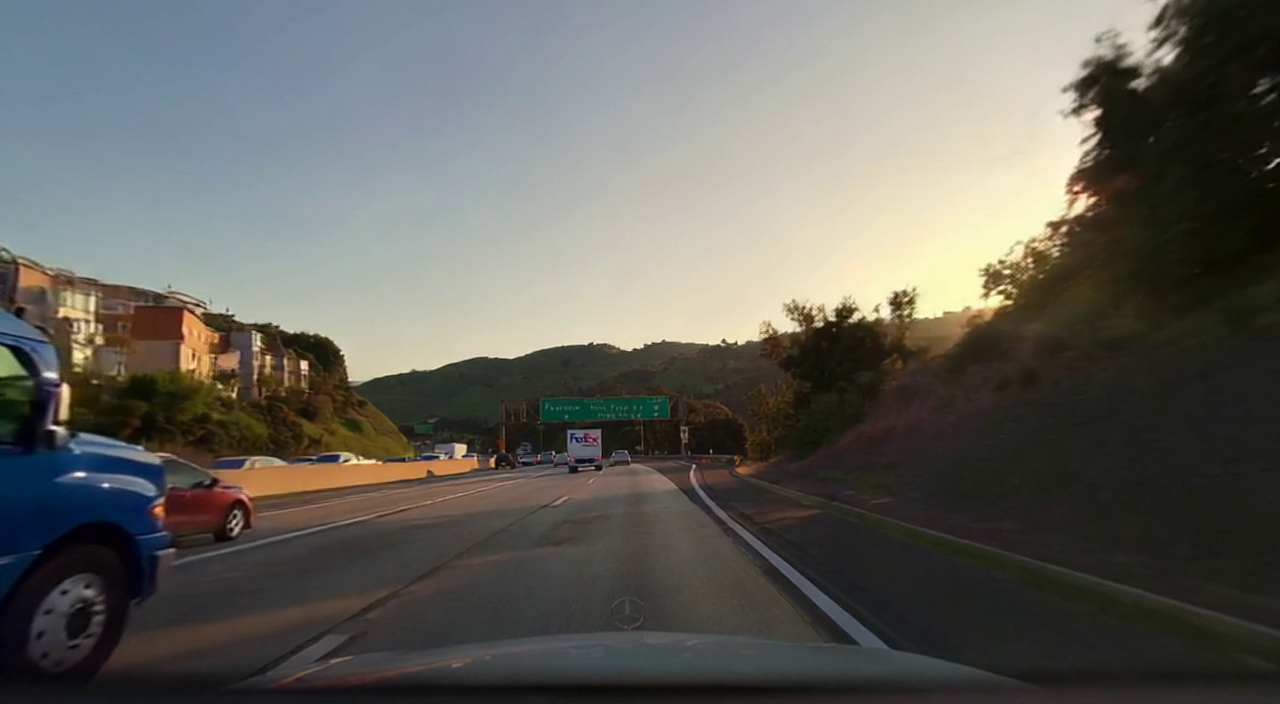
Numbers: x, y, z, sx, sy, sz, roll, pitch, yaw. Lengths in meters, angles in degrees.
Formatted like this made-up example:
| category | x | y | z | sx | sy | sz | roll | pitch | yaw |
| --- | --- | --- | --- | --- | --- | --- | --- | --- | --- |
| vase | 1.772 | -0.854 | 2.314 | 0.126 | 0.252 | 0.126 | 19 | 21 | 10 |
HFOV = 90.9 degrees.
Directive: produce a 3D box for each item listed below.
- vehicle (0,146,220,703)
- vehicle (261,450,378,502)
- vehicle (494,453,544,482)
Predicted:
| category | x | y | z | sx | sy | sz | roll | pitch | yaw |
| --- | --- | --- | --- | --- | --- | --- | --- | --- | --- |
| vehicle | -4.251 | 0.202 | 1.524 | 2.318 | 2.834 | 5.910 | 0 | -9 | 0 |
| vehicle | -11.664 | 4.495 | 23.379 | 1.931 | 1.692 | 4.443 | 0 | -9 | 1 |
| vehicle | -7.829 | 7.475 | 41.242 | 2.294 | 1.710 | 4.436 | 1 | -9 | 1 |
